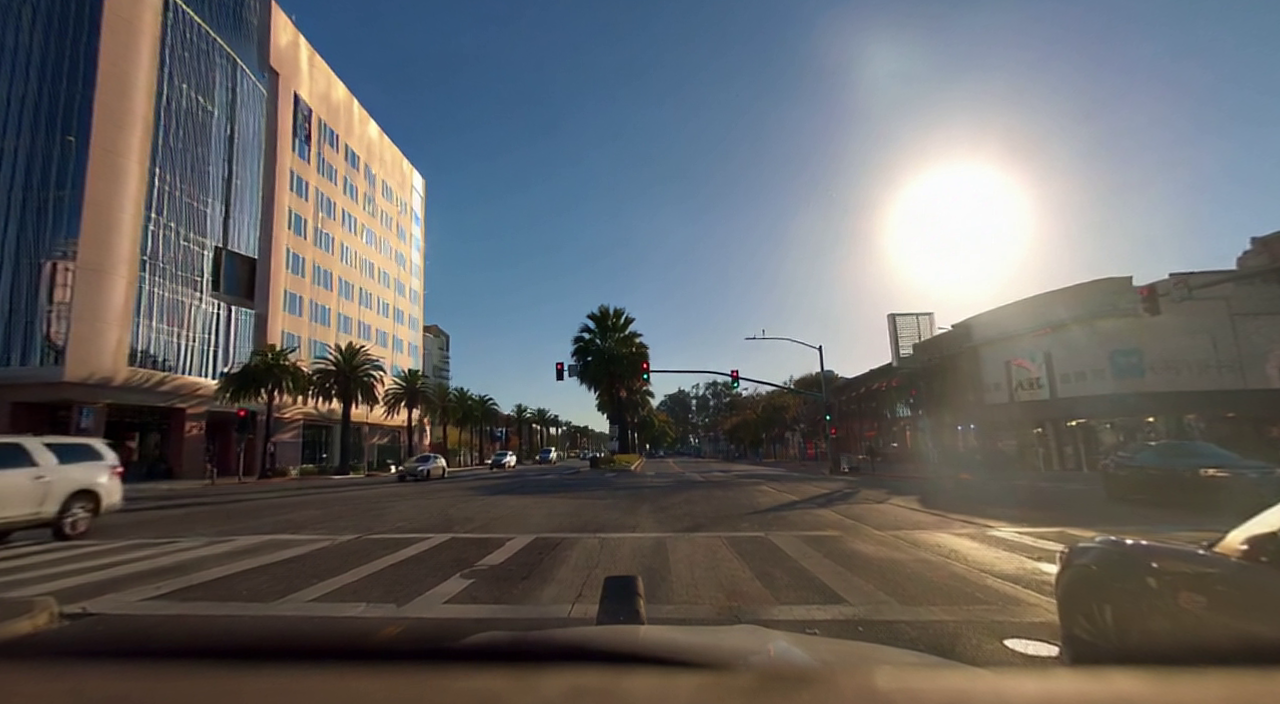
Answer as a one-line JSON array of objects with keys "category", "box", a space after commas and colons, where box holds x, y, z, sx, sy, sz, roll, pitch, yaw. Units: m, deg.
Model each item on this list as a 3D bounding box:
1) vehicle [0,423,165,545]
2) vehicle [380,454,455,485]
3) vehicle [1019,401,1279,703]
[{"category": "vehicle", "box": [-12.468, 2.389, 11.497, 2.614, 2.104, 6.364, -1, -9, 1]}, {"category": "vehicle", "box": [-11.894, 6.294, 34.164, 2.145, 1.504, 4.857, -1, -9, 2]}, {"category": "vehicle", "box": [3.240, 0.736, 1.042, 2.106, 1.472, 4.854, 0, -9, -2]}]
